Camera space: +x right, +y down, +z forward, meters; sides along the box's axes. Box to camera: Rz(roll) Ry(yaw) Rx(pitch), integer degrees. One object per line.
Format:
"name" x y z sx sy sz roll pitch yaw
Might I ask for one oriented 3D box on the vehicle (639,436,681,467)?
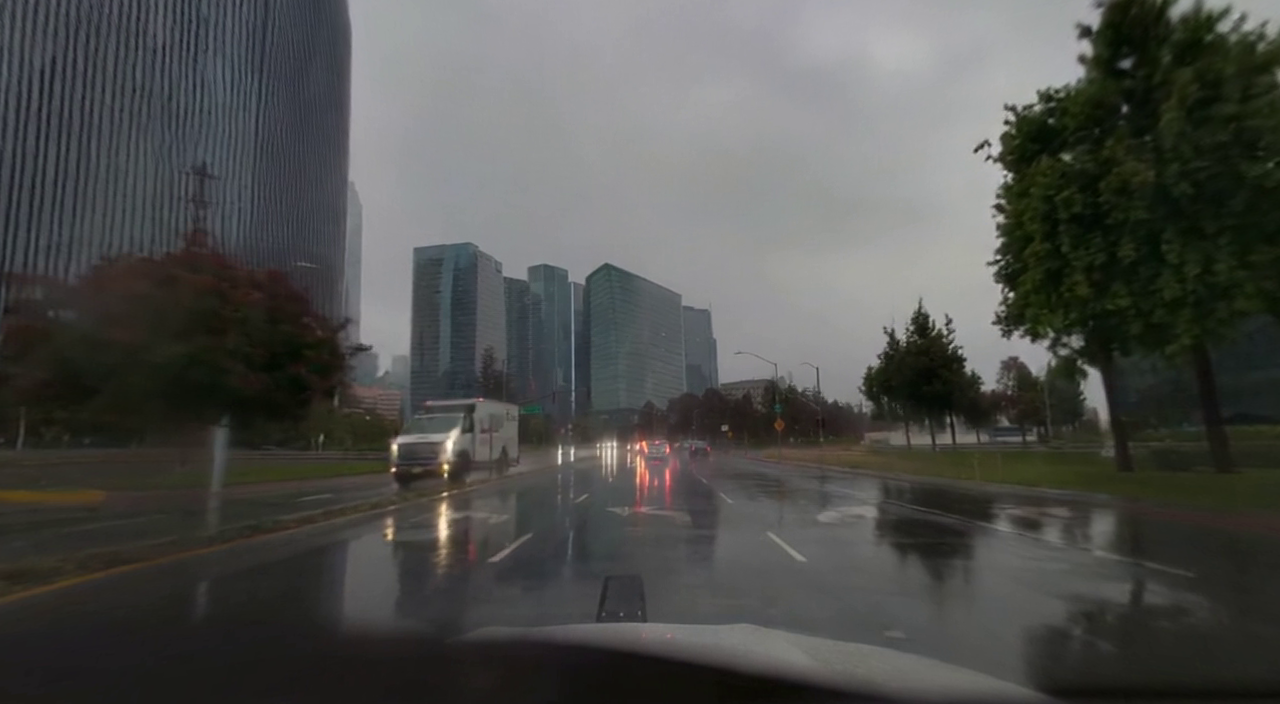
"vehicle" 1.273 6.443 40.912 2.601 1.878 4.535 0 -9 1

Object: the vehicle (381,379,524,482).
"vehicle" -8.235 3.876 29.870 3.065 3.928 11.252 0 -9 1
